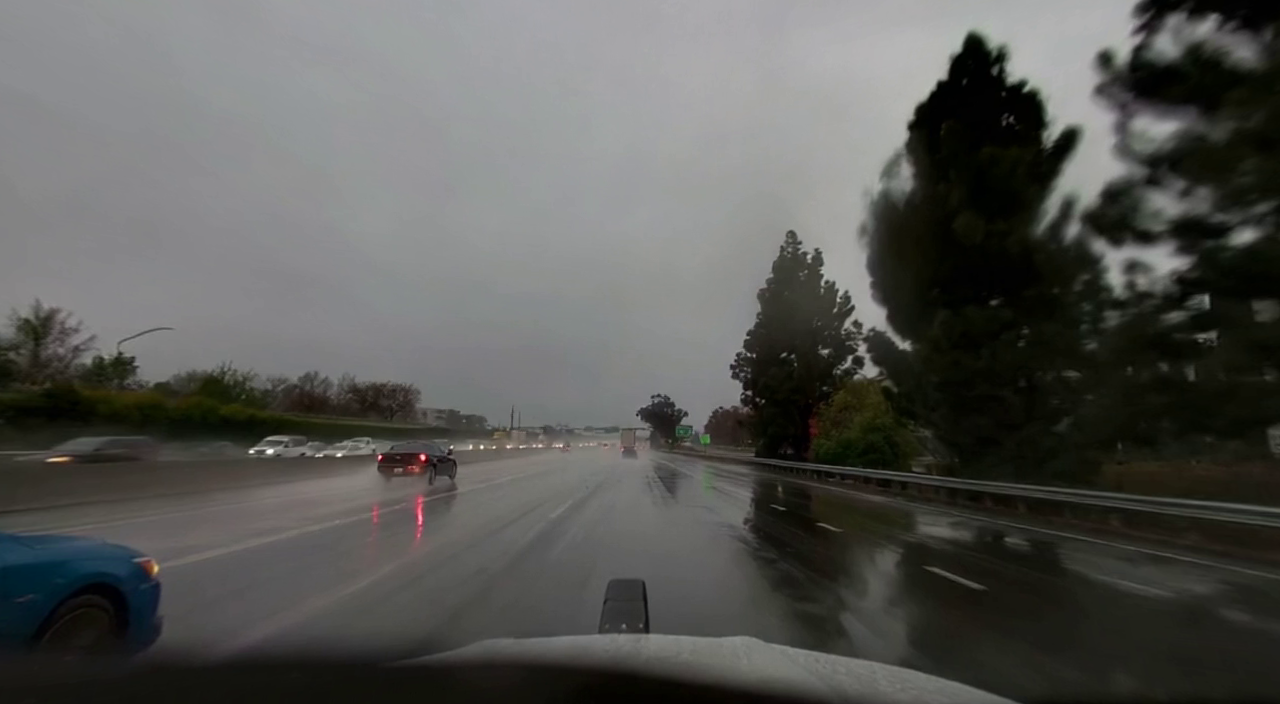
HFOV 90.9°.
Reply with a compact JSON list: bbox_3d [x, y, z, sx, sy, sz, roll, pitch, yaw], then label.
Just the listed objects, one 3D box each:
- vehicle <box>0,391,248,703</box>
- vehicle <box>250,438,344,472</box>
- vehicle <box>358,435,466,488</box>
[{"bbox_3d":[-3.716,0.817,1.652,2.144,1.565,4.951,0,-8,1],"label":"vehicle"},{"bbox_3d":[-17.006,5.122,31.594,1.904,1.572,4.918,0,-8,0],"label":"vehicle"},{"bbox_3d":[-7.803,3.778,22.113,2.118,1.675,4.395,0,-8,0],"label":"vehicle"}]
